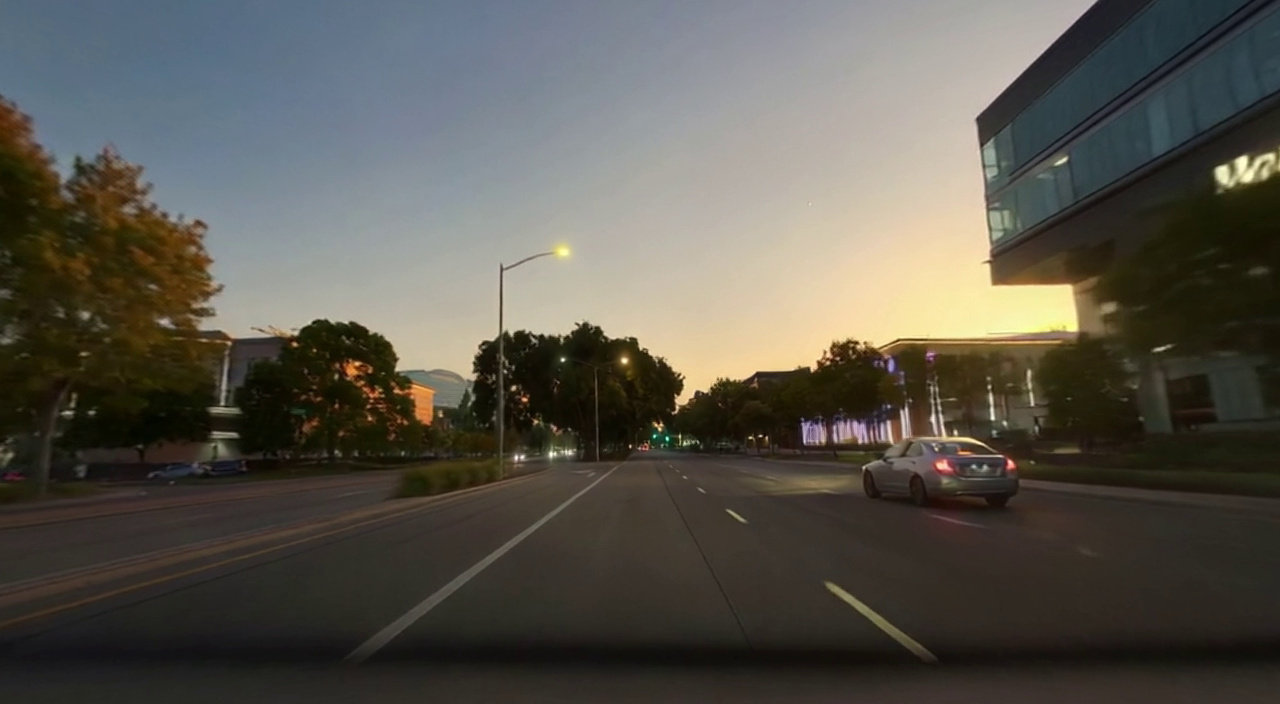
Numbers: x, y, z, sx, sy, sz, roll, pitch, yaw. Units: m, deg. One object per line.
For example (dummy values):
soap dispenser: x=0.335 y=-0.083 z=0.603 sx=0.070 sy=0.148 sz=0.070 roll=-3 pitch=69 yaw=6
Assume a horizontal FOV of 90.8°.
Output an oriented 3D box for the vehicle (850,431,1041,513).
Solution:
vehicle: x=6.527 y=2.602 z=14.260 sx=1.913 sy=1.504 sz=4.738 roll=0 pitch=-8 yaw=0

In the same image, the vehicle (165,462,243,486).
vehicle: x=-32.752 y=9.124 z=47.534 sx=1.990 sy=1.595 sz=4.310 roll=-8 pitch=-11 yaw=40
